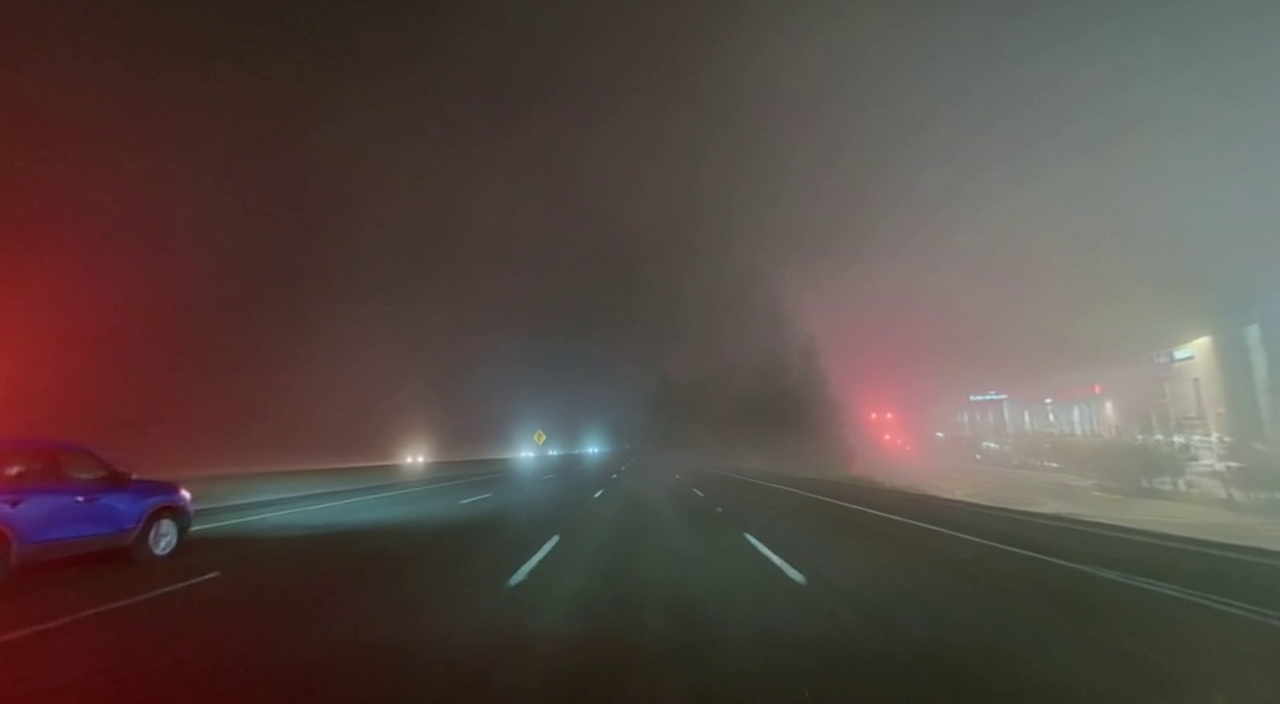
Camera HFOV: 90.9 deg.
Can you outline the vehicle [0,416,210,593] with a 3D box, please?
[{"bbox_3d":[-7.299,1.564,6.675,2.148,1.709,4.678,0,-8,1],"label":"vehicle"}]
